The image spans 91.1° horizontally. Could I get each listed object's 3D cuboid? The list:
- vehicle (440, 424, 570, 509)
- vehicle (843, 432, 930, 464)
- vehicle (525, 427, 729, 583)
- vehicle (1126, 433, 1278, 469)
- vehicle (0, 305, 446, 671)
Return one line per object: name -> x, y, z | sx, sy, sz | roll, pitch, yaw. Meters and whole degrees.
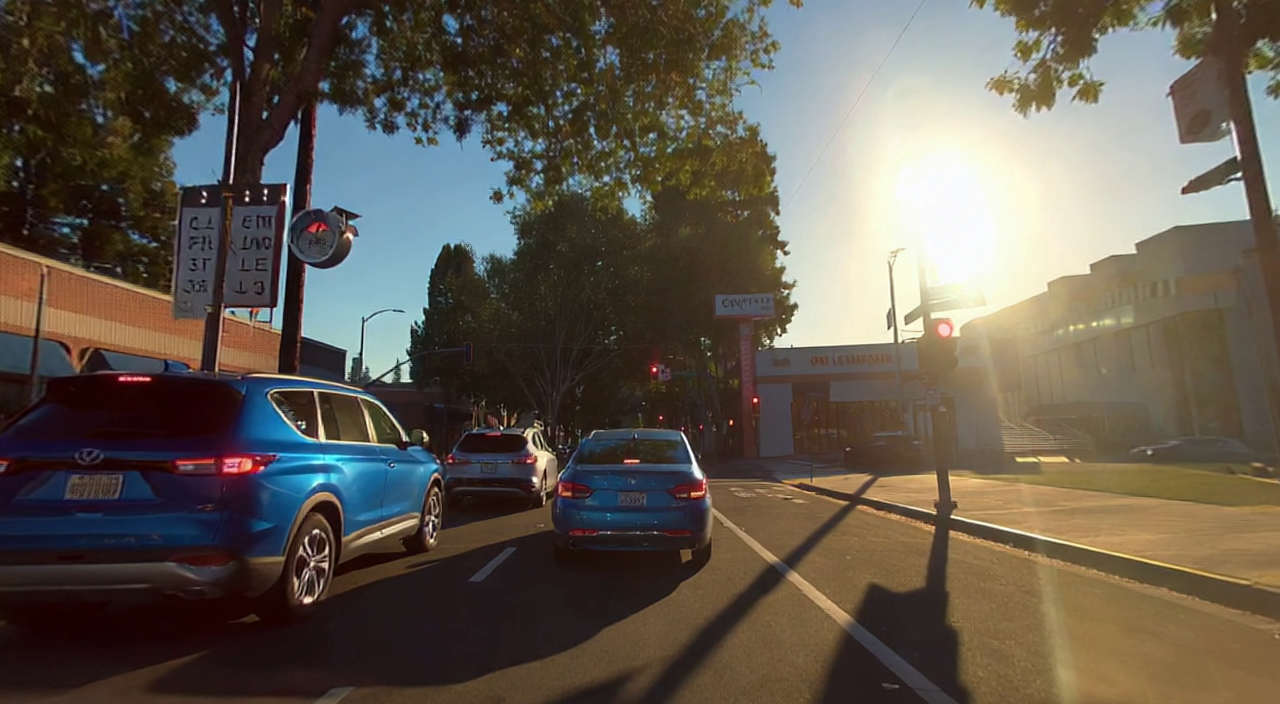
vehicle -> -2.923, 2.594, 14.604 | 2.047, 1.664, 4.148 | 0, -8, 1
vehicle -> 13.866, 5.445, 35.562 | 4.116, 1.719, 2.069 | -1, -9, 6
vehicle -> -0.161, 1.787, 8.192 | 1.966, 1.481, 4.146 | 0, -8, -1
vehicle -> 25.358, 4.486, 28.495 | 1.845, 1.476, 4.809 | 6, -11, -40
vehicle -> -3.815, 1.133, 6.219 | 2.152, 2.118, 5.066 | 0, -8, 0
